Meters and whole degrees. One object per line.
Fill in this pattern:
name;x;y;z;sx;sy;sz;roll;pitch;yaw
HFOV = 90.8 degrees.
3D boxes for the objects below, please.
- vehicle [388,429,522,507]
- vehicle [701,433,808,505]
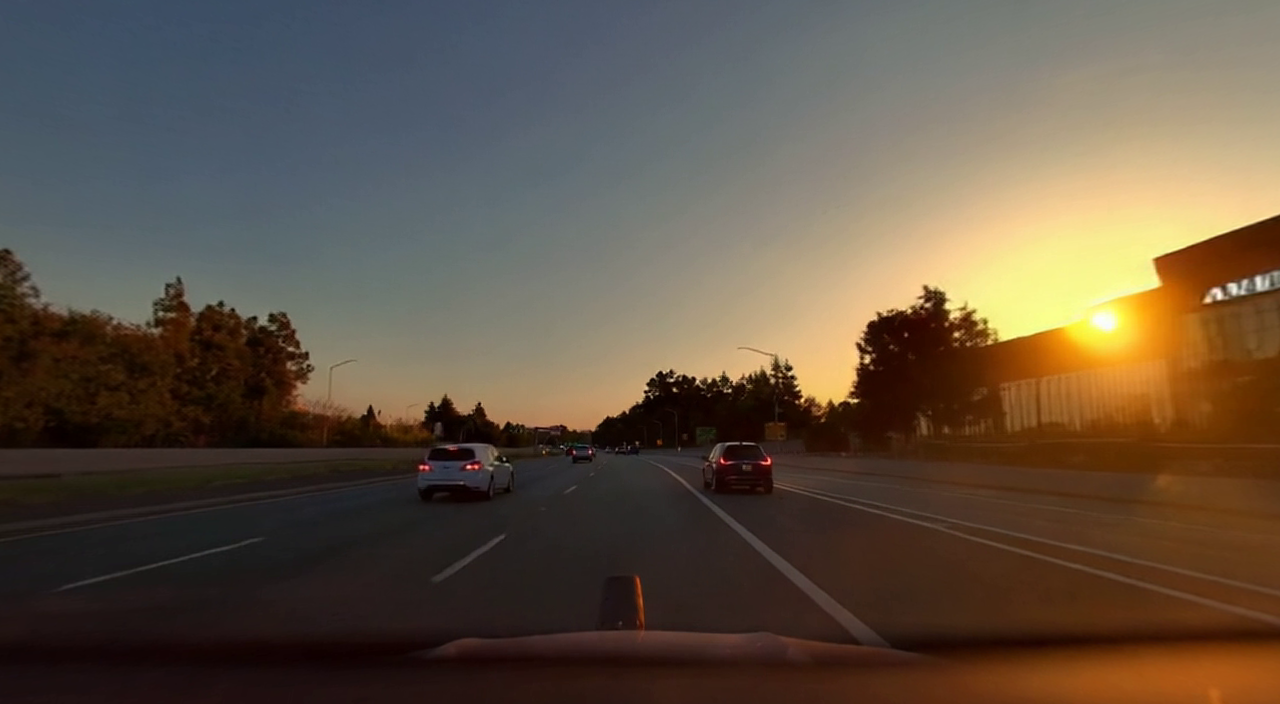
vehicle;-4.715;3.030;16.985;2.176;1.779;4.755;0;-8;0
vehicle;2.919;3.074;17.123;1.997;1.686;4.247;0;-8;-1
